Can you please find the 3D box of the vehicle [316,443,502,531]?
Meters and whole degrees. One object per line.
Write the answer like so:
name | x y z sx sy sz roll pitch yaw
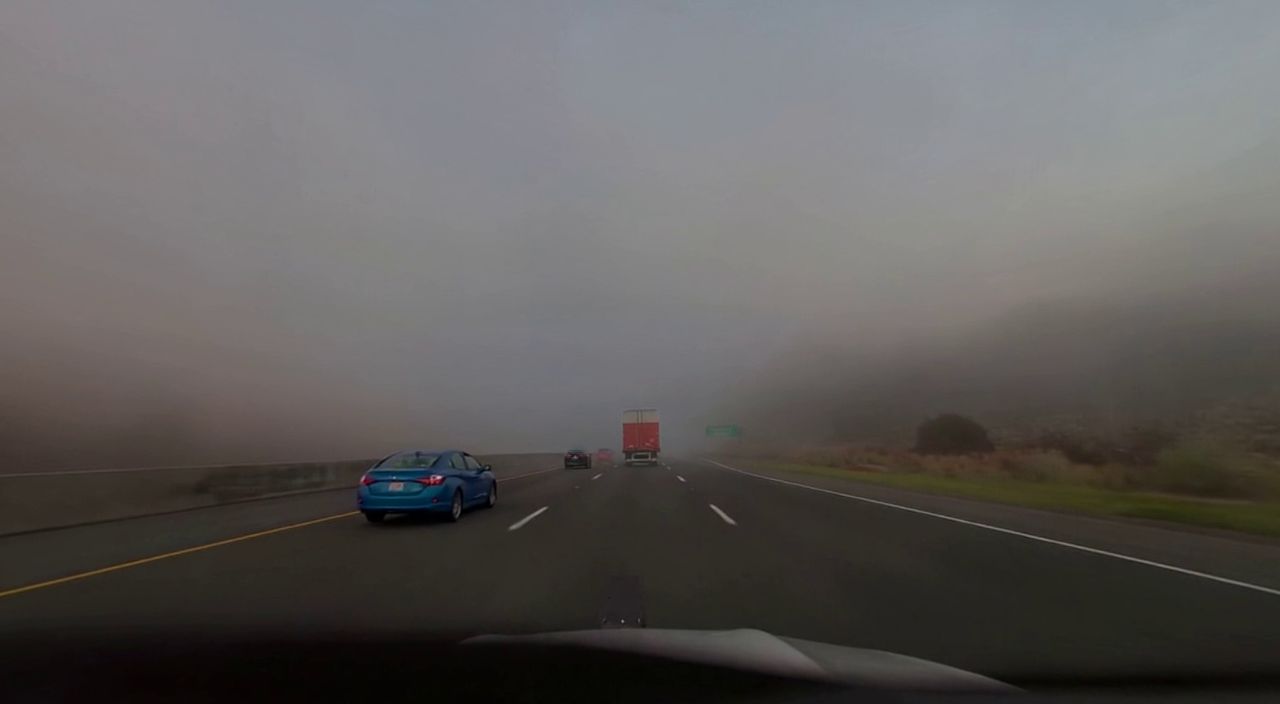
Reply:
vehicle | -4.369 2.610 12.809 2.010 1.461 4.391 0 -9 1

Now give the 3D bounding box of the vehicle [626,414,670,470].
vehicle | 0.527 6.573 45.683 2.893 3.628 9.081 0 -9 0

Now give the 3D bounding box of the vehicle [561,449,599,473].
vehicle | -3.757 6.908 40.221 1.981 1.435 4.199 0 -9 1
